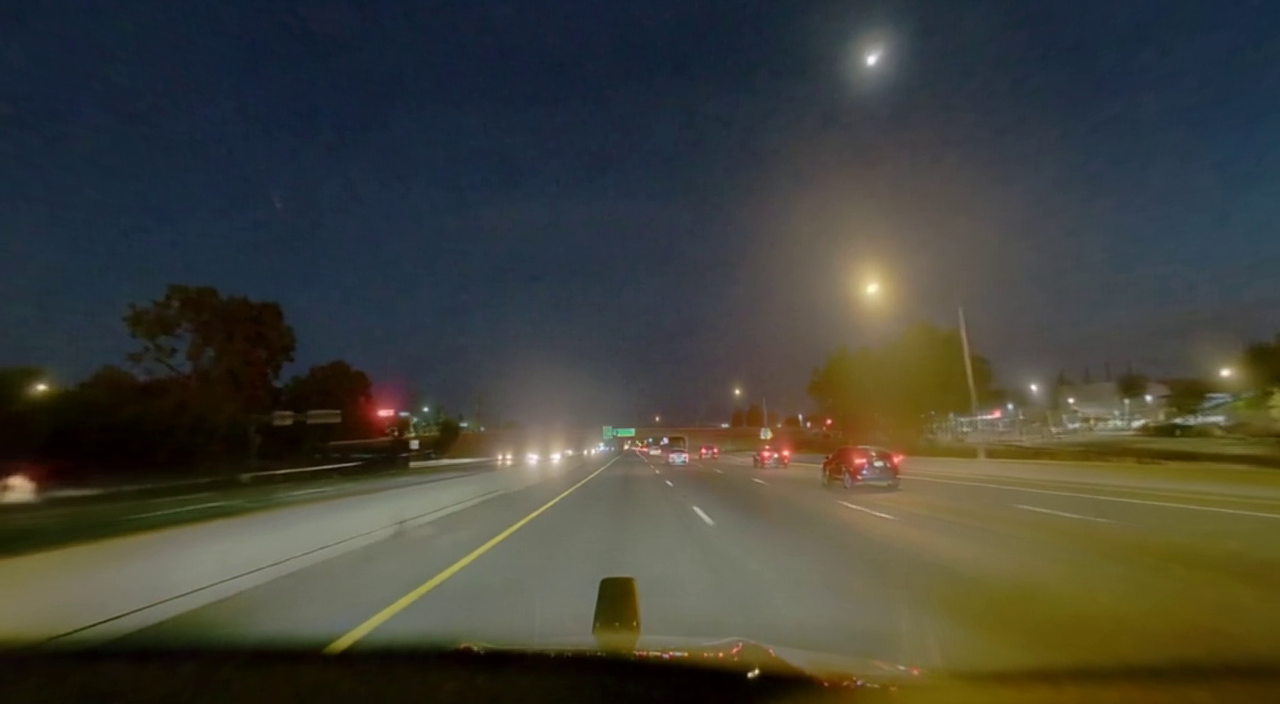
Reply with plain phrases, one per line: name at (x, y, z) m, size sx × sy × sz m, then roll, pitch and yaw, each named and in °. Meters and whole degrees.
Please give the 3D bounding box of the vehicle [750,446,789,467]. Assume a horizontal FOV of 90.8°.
vehicle at (9.415, 7.570, 46.152) m, size 1.838 × 1.440 × 4.121 m, roll 0°, pitch -8°, yaw -2°

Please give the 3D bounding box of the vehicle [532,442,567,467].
vehicle at (-7.070, 8.021, 49.660) m, size 2.086 × 1.884 × 4.793 m, roll 0°, pitch -8°, yaw 0°

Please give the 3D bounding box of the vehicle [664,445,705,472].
vehicle at (2.606, 6.324, 37.913) m, size 1.993 × 1.507 × 4.594 m, roll 0°, pitch -8°, yaw -2°

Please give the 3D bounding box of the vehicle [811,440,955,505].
vehicle at (6.305, 3.140, 17.054) m, size 1.952 × 1.489 × 4.483 m, roll 0°, pitch -8°, yaw -2°
